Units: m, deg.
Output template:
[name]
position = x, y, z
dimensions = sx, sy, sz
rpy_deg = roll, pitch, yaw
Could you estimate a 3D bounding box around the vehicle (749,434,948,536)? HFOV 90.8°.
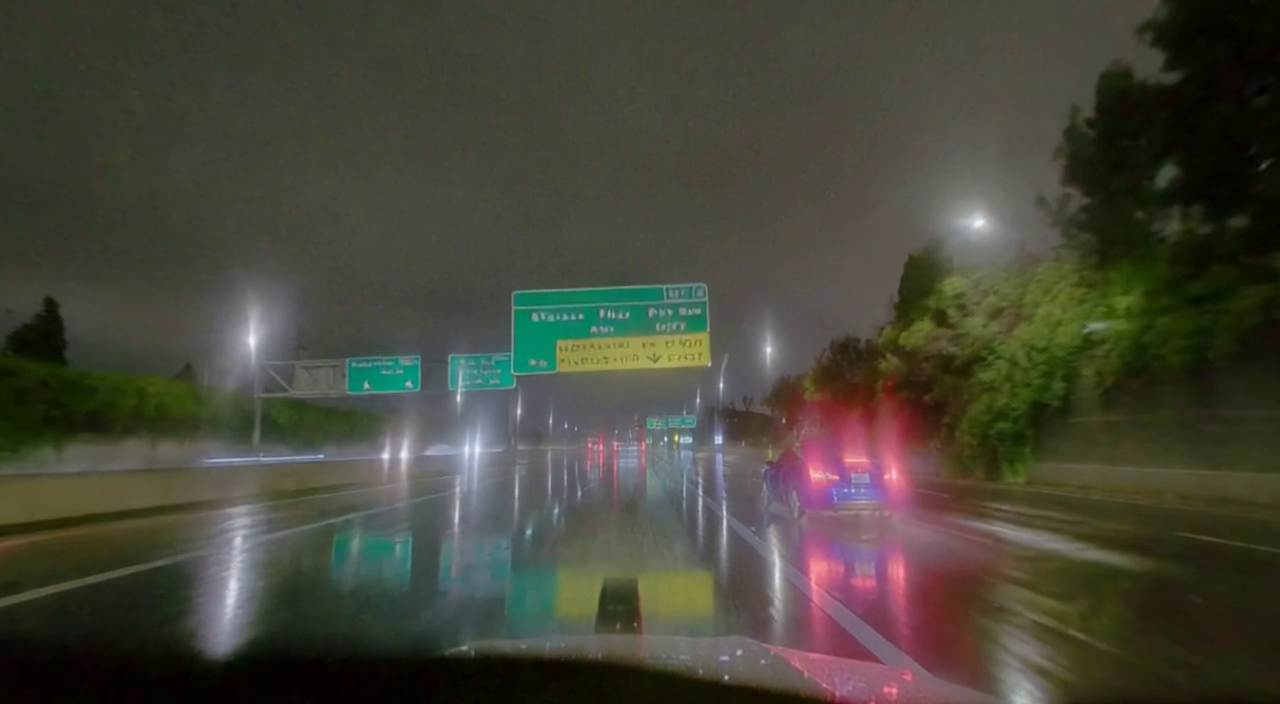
[vehicle]
position = 3.508, 2.326, 11.759
dimensions = 1.989, 1.479, 4.670
rpy_deg = 0, -8, -2
